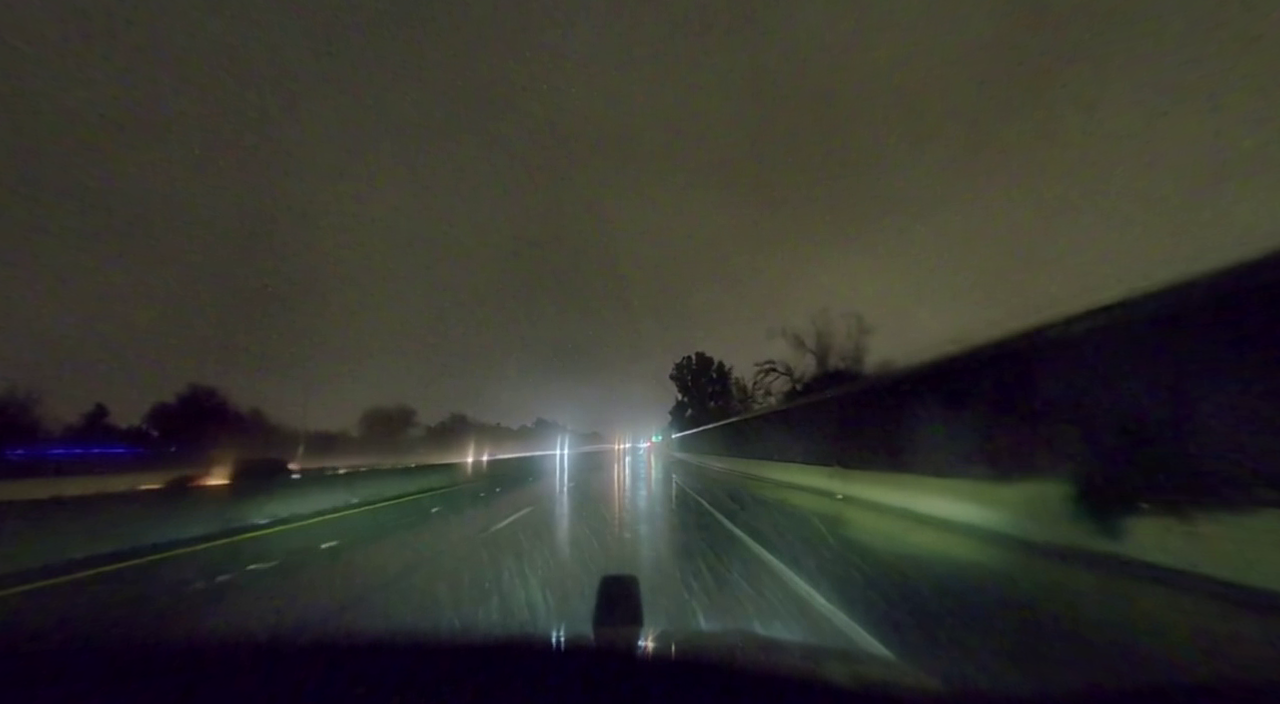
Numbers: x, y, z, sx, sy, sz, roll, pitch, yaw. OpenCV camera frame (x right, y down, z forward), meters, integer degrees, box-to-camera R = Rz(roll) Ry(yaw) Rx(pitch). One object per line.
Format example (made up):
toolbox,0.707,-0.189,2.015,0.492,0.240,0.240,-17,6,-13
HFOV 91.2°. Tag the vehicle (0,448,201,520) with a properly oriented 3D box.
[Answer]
vehicle,-13.291,3.192,15.625,1.833,1.537,3.864,0,-9,0
